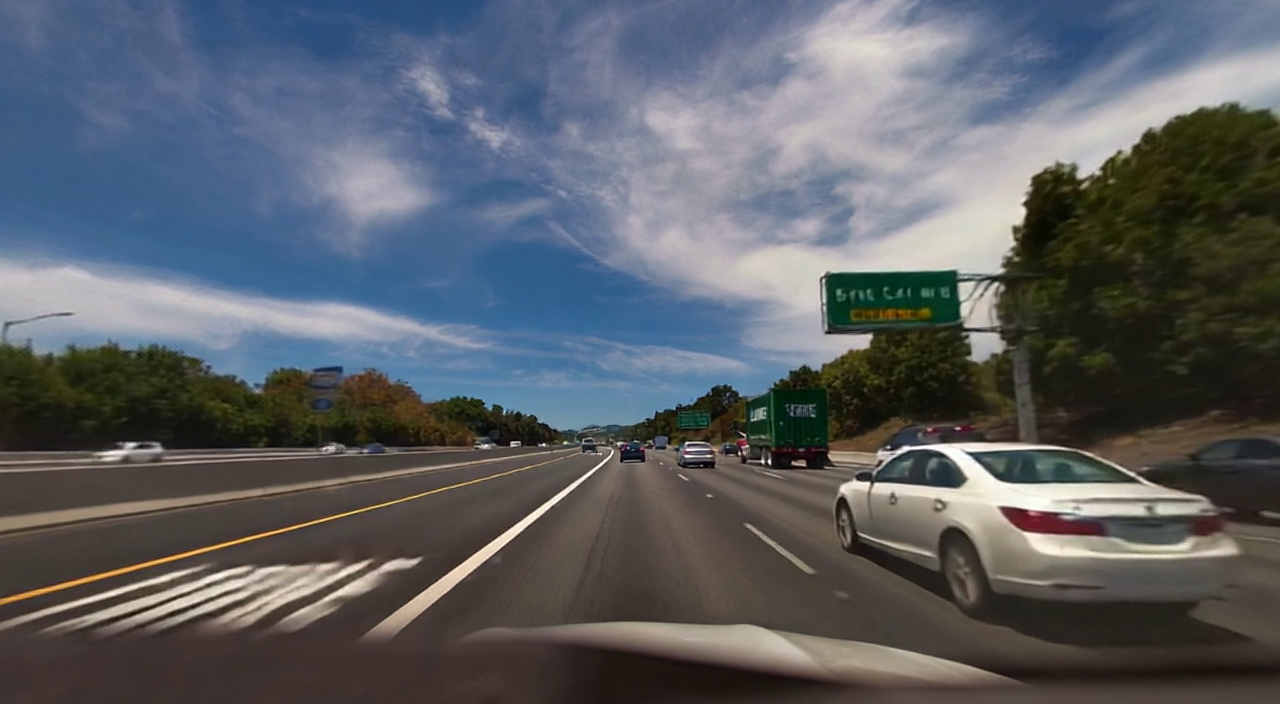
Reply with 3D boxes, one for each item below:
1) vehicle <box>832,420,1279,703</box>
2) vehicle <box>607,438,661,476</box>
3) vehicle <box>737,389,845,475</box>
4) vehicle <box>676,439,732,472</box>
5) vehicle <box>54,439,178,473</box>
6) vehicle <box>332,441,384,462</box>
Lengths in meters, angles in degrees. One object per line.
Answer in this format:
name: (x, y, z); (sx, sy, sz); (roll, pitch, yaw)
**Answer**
vehicle: (3.254, 1.371, 5.213); (1.865, 1.427, 4.448); (0, -9, -1)
vehicle: (-0.300, 4.433, 26.970); (2.098, 1.475, 3.997); (0, -9, -2)
vehicle: (7.128, 4.054, 31.469); (2.799, 3.655, 8.627); (0, -9, -3)
vehicle: (3.029, 5.051, 31.035); (1.993, 1.504, 4.781); (0, -9, -3)
vehicle: (-24.620, 4.888, 29.950); (1.853, 1.466, 4.711); (0, -9, -1)
vehicle: (-21.252, 7.481, 47.807); (1.874, 1.496, 4.682); (0, -9, -1)
